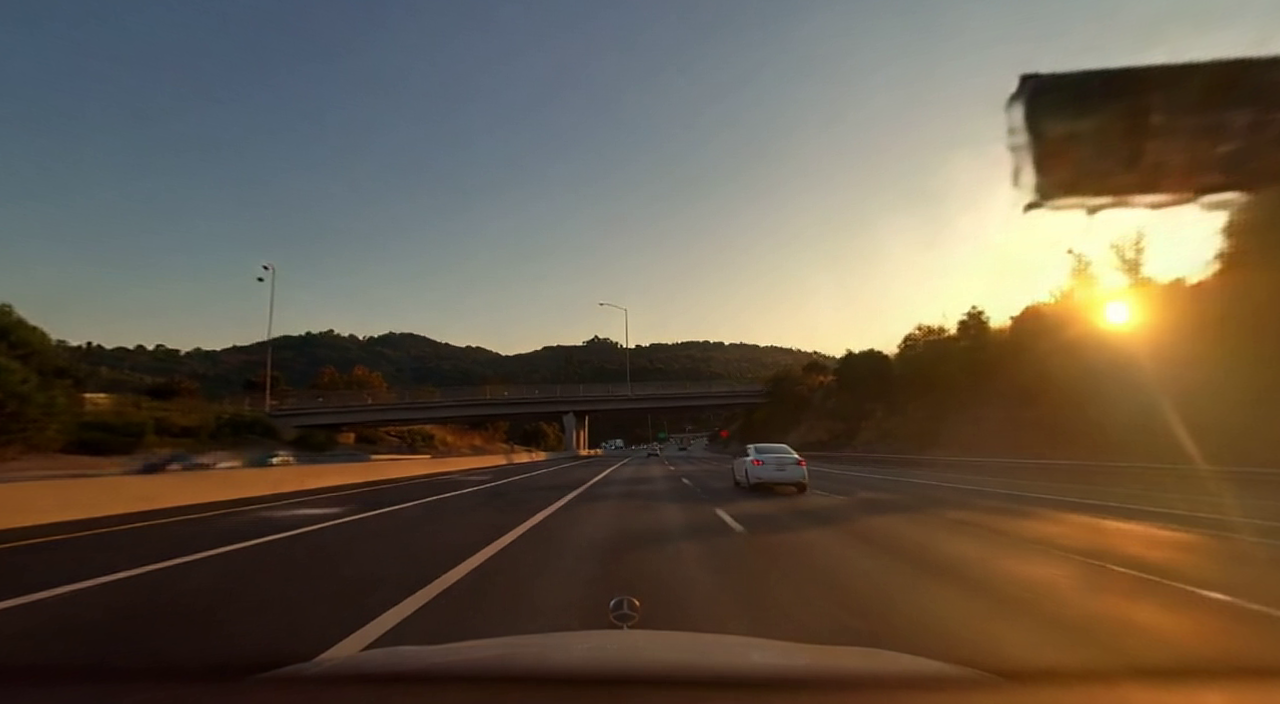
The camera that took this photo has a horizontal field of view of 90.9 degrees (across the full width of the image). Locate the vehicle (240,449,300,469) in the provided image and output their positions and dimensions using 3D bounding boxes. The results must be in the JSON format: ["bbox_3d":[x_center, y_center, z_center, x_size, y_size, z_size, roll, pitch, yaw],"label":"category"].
[{"bbox_3d":[-28.829,8.338,49.313,1.881,1.459,4.568,-1,-8,2],"label":"vehicle"}]

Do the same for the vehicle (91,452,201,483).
[{"bbox_3d":[-25.639,5.995,33.002,2.004,1.464,4.598,0,-9,1],"label":"vehicle"}]

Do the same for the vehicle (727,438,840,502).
[{"bbox_3d":[3.728,3.166,17.351,1.999,1.492,4.673,0,-9,0],"label":"vehicle"}]
